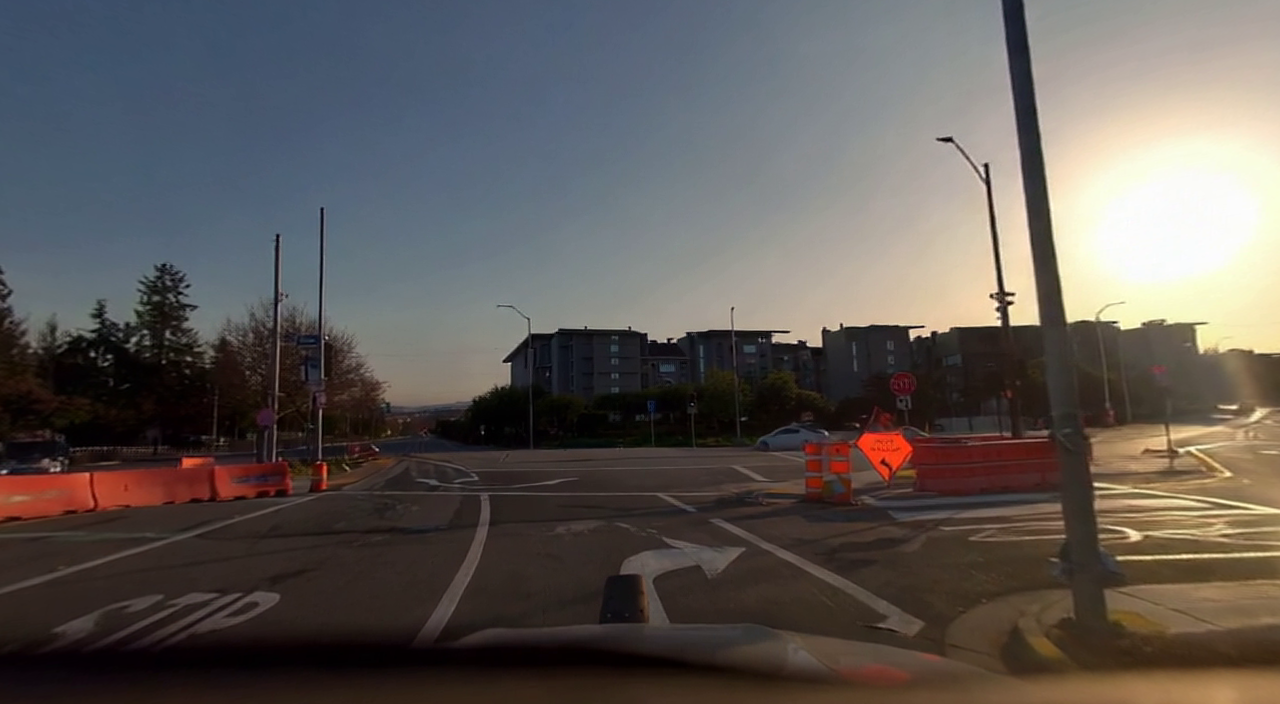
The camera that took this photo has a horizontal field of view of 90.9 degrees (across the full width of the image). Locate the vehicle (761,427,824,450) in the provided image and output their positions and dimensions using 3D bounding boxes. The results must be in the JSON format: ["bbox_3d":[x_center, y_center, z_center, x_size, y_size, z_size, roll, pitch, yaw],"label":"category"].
[{"bbox_3d":[11.513,6.532,47.579,4.302,1.628,1.957,3,-9,-23],"label":"vehicle"}]

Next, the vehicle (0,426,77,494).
[{"bbox_3d":[-17.726,3.053,18.042,2.159,1.734,4.292,7,-11,-42],"label":"vehicle"}]
